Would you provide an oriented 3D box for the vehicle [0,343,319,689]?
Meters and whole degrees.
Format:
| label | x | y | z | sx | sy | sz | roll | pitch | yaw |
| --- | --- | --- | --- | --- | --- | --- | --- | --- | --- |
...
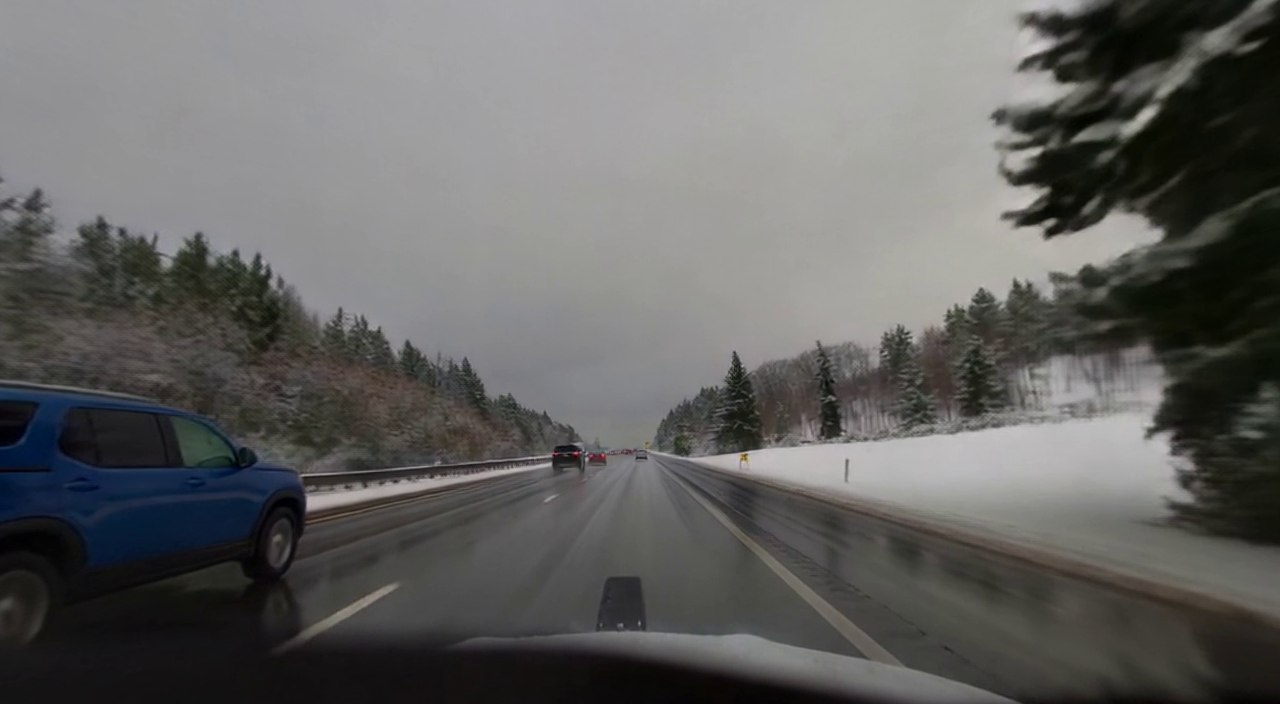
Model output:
| label | x | y | z | sx | sy | sz | roll | pitch | yaw |
| --- | --- | --- | --- | --- | --- | --- | --- | --- | --- |
| vehicle | -4.675 | 1.095 | 4.628 | 2.102 | 1.941 | 4.703 | 0 | -9 | 0 |

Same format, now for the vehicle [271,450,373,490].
| label | x | y | z | sx | sy | sz | roll | pitch | yaw |
| --- | --- | --- | --- | --- | --- | --- | --- | --- | --- |
| vehicle | -13.096 | 4.861 | 26.305 | 1.822 | 1.481 | 4.657 | 0 | -9 | 0 |

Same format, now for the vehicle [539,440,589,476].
| label | x | y | z | sx | sy | sz | roll | pitch | yaw |
| --- | --- | --- | --- | --- | --- | --- | --- | --- | --- |
| vehicle | -3.973 | 5.653 | 33.777 | 2.056 | 1.811 | 4.202 | -1 | -9 | 1 |
